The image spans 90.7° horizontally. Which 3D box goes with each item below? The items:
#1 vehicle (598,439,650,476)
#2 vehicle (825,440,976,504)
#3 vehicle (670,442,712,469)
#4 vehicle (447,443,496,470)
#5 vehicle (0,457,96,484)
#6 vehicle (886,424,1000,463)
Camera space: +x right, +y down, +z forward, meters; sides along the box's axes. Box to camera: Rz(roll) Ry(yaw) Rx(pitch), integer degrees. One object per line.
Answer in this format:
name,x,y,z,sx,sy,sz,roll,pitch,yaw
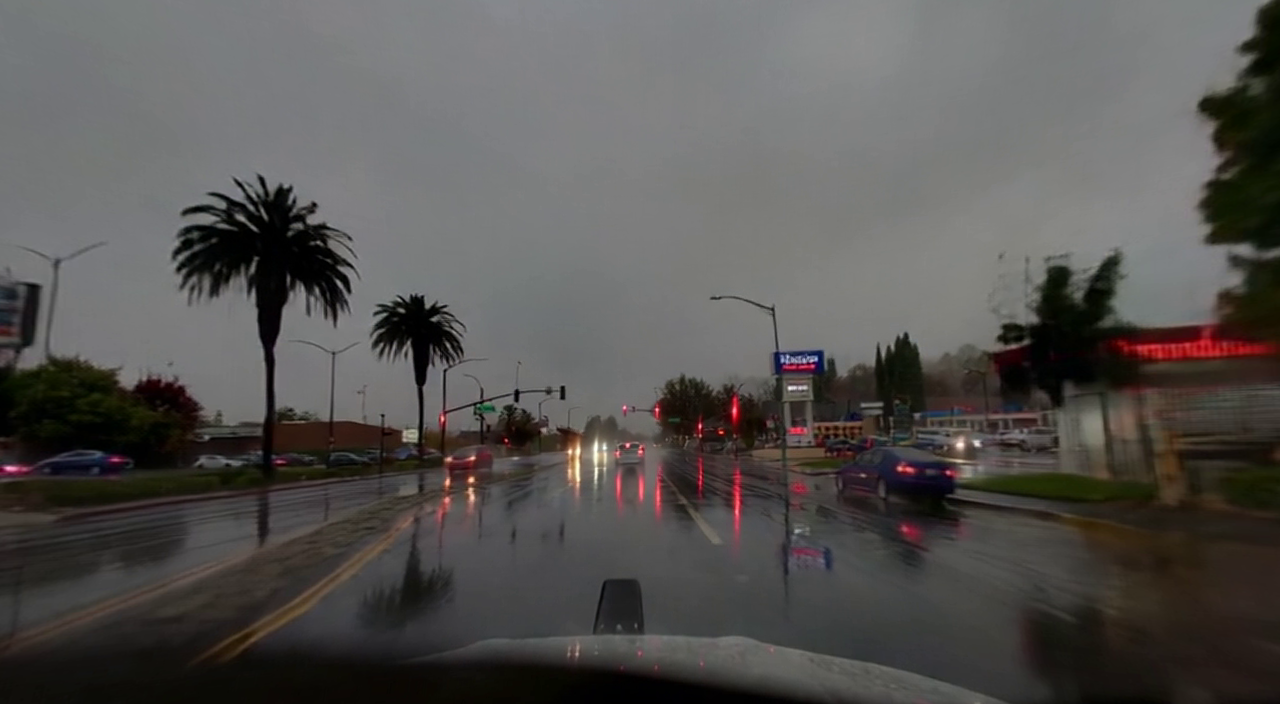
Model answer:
vehicle,-0.688,4.729,28.492,2.160,1.508,4.319,0,-9,-1
vehicle,6.772,3.163,17.174,1.922,1.461,4.868,0,-9,-1
vehicle,2.969,6.117,37.521,2.060,1.471,4.168,0,-9,-1
vehicle,-11.708,7.296,44.273,2.098,1.766,4.787,0,-9,0
vehicle,-35.126,6.919,37.118,4.613,1.477,1.927,0,-9,0
vehicle,16.216,4.988,34.260,2.172,1.855,5.526,2,-9,-19
